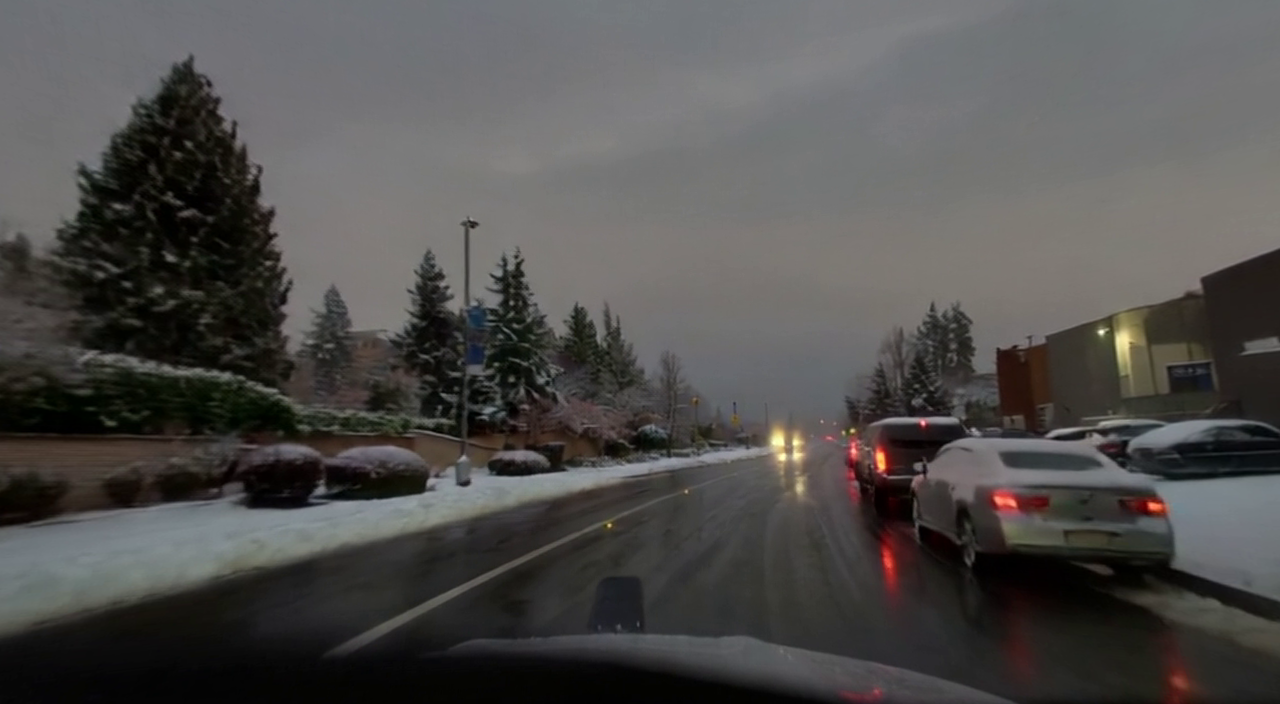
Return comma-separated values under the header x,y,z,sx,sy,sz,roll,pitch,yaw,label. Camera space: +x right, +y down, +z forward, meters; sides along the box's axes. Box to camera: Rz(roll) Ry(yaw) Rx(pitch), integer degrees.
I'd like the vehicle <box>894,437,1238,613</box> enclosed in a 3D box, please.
x,y,z,sx,sy,sz,roll,pitch,yaw,label
4.558,1.808,7.797,1.887,1.439,4.687,-2,-9,13,vehicle
